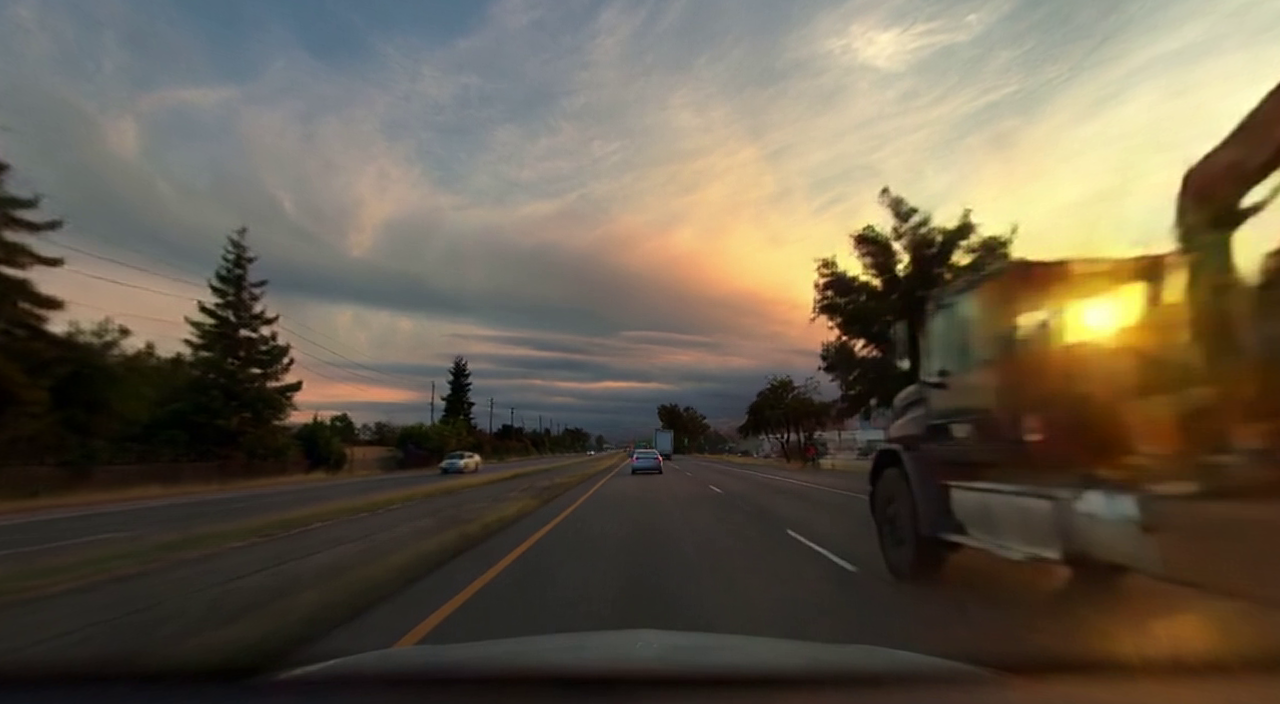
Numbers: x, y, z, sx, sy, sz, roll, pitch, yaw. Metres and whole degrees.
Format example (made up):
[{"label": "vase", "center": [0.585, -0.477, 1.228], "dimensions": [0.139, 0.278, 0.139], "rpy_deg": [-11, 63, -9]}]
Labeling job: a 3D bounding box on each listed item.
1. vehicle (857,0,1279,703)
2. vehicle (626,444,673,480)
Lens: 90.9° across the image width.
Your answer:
[{"label": "vehicle", "center": [4.156, -0.040, 3.234], "dimensions": [3.089, 3.568, 8.101], "rpy_deg": [0, -9, 0]}, {"label": "vehicle", "center": [0.428, 5.173, 29.829], "dimensions": [2.045, 1.527, 4.023], "rpy_deg": [0, -9, 0]}]
